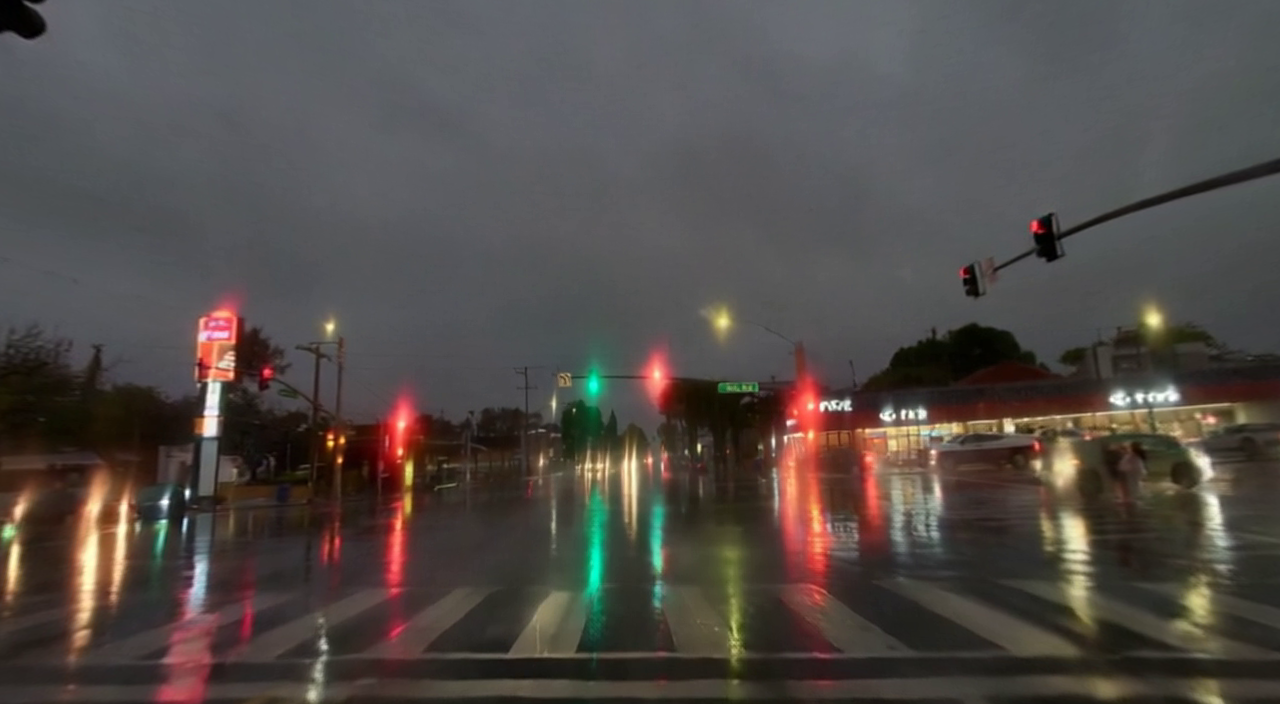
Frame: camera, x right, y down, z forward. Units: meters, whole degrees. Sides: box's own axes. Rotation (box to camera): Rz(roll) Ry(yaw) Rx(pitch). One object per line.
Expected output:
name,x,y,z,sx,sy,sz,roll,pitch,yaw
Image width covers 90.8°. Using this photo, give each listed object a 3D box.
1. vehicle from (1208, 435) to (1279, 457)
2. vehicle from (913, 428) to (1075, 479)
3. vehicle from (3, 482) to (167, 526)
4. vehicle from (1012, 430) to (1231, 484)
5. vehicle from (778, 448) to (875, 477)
vehicle,42.012,6.496,43.522,4.347,1.446,1.777,1,-9,-10
vehicle,12.968,3.787,23.577,4.916,1.730,1.986,-4,-9,22
vehicle,-21.176,5.796,24.216,4.676,1.463,1.909,-1,-9,6
vehicle,14.379,3.178,19.265,4.835,1.487,1.913,-3,-9,20
vehicle,10.255,6.047,34.842,4.728,1.468,2.083,-5,-10,29
